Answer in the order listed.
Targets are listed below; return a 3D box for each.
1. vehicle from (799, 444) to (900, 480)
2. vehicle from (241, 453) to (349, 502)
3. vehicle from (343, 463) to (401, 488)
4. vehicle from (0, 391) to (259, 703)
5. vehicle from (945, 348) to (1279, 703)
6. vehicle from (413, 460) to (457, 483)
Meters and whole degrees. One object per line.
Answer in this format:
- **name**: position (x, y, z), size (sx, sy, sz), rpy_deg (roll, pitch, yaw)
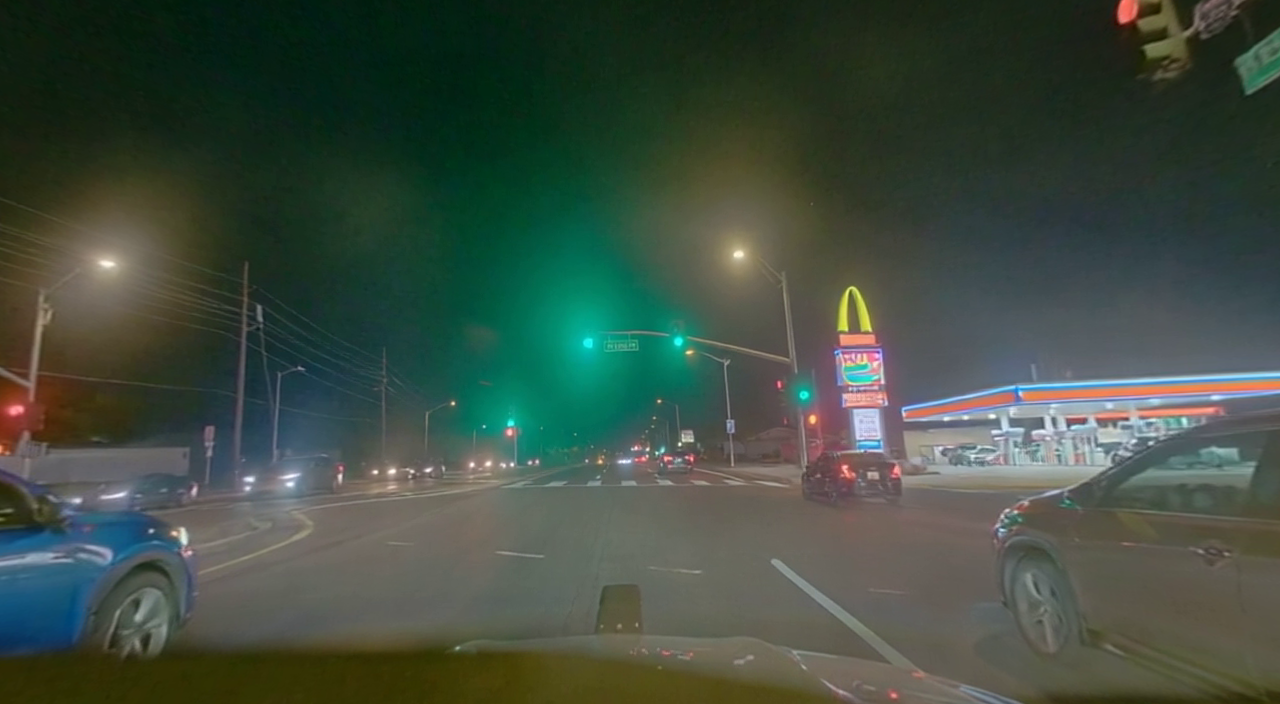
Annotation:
- **vehicle**: position (10.760, 5.643, 32.701), size (2.066, 1.699, 4.419), rpy_deg (7, -11, -41)
- **vehicle**: position (-14.992, 5.432, 27.841), size (2.087, 1.902, 4.848), rpy_deg (0, -9, -1)
- **vehicle**: position (-18.605, 8.590, 44.097), size (2.083, 1.466, 4.565), rpy_deg (0, -9, -1)
- **vehicle**: position (-3.691, 0.955, 2.472), size (1.935, 1.617, 4.045), rpy_deg (0, -9, -2)
- **vehicle**: position (3.333, 0.829, 2.334), size (2.085, 1.655, 4.459), rpy_deg (0, -9, -1)
- **vehicle**: position (-15.265, 8.884, 47.250), size (1.751, 1.484, 4.561), rpy_deg (0, -9, -1)
